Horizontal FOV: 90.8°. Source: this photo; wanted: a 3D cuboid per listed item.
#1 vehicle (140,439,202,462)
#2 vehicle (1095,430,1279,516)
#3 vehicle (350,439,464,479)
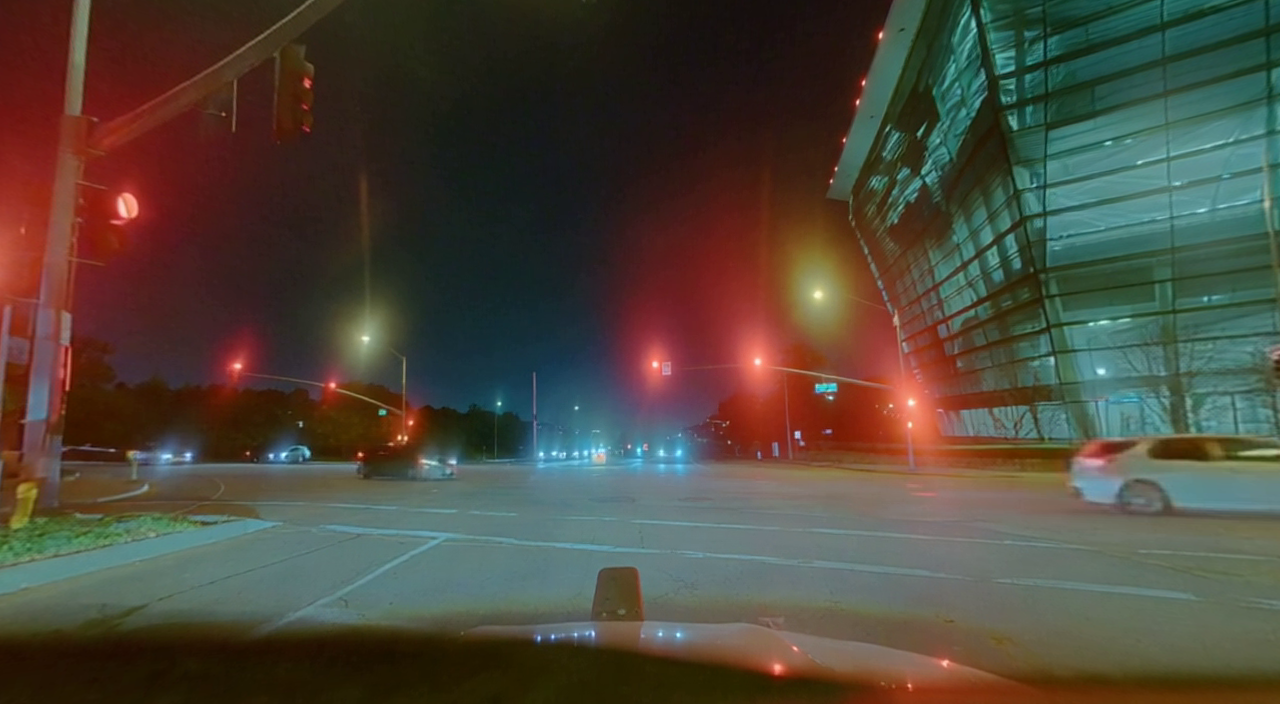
[{"bbox_3d":[-33.769,7.083,45.444,4.110,1.511,1.883,-5,-10,28],"label":"vehicle"},{"bbox_3d":[12.428,2.446,13.065,4.698,1.609,1.975,-7,-11,37],"label":"vehicle"},{"bbox_3d":[-9.432,4.262,25.424,4.798,1.461,1.939,-7,-11,37],"label":"vehicle"}]
